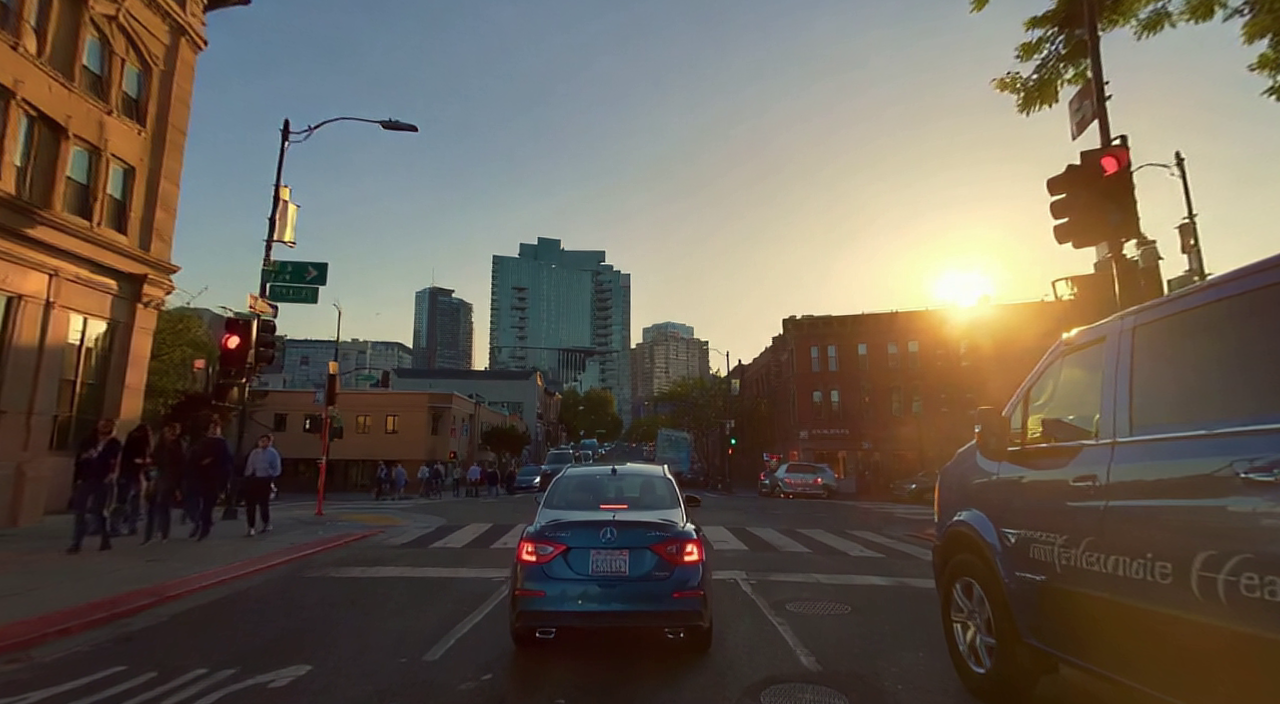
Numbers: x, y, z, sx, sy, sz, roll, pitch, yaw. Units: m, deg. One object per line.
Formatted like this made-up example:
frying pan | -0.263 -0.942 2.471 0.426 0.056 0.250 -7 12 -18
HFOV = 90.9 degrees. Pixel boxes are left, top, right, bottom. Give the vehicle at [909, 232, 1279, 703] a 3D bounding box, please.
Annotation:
vehicle | 3.211 0.549 1.259 2.632 1.979 6.096 0 -9 0

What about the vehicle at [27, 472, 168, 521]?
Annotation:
vehicle | -25.483 6.772 29.737 4.588 2.048 2.110 0 -9 1

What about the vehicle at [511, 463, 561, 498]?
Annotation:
vehicle | -6.345 7.875 39.009 2.226 1.896 4.438 -1 -9 1

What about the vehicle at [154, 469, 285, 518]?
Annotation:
vehicle | -19.774 6.651 29.751 4.750 2.083 2.002 -1 -9 3

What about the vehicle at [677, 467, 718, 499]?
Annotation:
vehicle | 3.472 8.026 38.856 1.908 1.741 4.066 0 -9 -3
